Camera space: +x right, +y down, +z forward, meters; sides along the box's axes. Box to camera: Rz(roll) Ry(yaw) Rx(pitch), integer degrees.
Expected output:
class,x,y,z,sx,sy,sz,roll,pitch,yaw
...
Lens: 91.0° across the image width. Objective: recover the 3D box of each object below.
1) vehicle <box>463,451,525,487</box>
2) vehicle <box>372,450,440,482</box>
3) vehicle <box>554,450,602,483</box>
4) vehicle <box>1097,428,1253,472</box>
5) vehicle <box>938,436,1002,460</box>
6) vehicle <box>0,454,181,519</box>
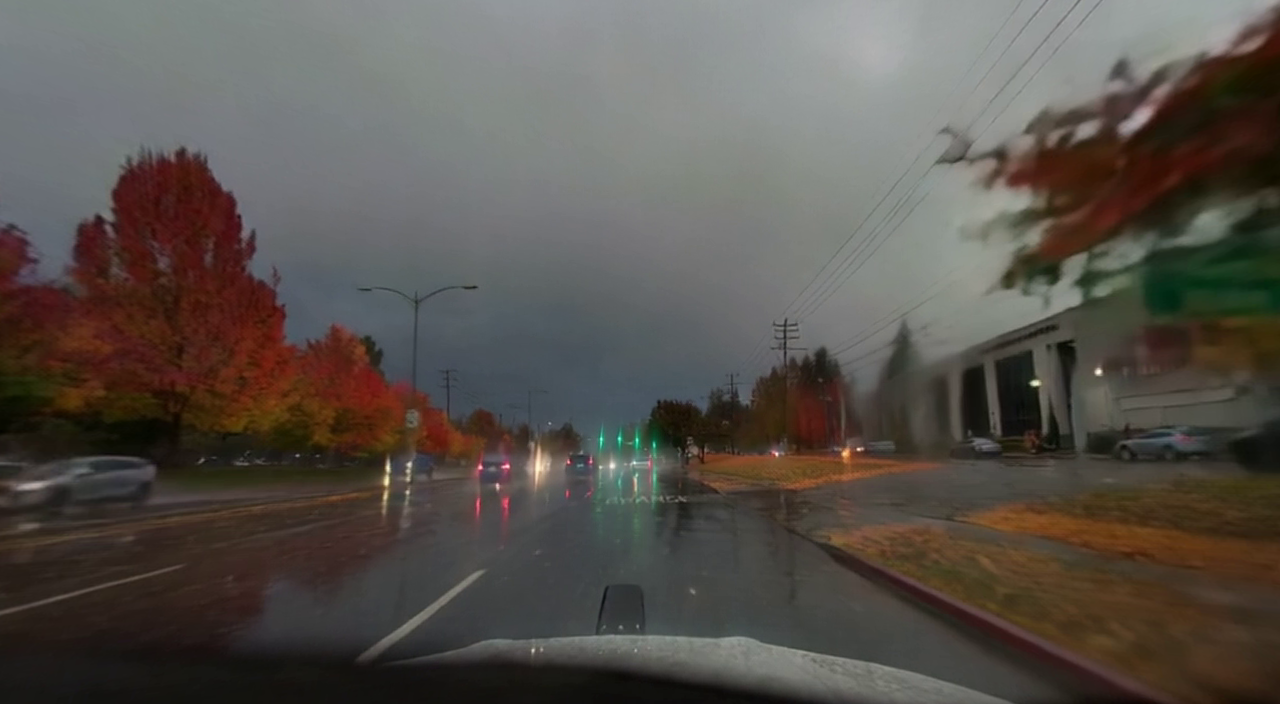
class,x,y,z,sx,sy,sz,roll,pitch,yaw
vehicle,-7.130,5.725,31.150,1.932,1.596,4.247,0,-8,1
vehicle,-15.658,7.646,42.571,2.276,1.956,5.850,0,-8,0
vehicle,-3.395,6.354,35.205,2.085,1.663,4.513,0,-8,1
vehicle,20.596,3.785,24.583,1.941,1.485,4.755,2,-8,0
vehicle,22.053,6.449,42.308,1.884,1.532,4.745,0,-9,3
vehicle,-15.836,3.691,17.866,1.969,1.503,4.797,1,-8,0
